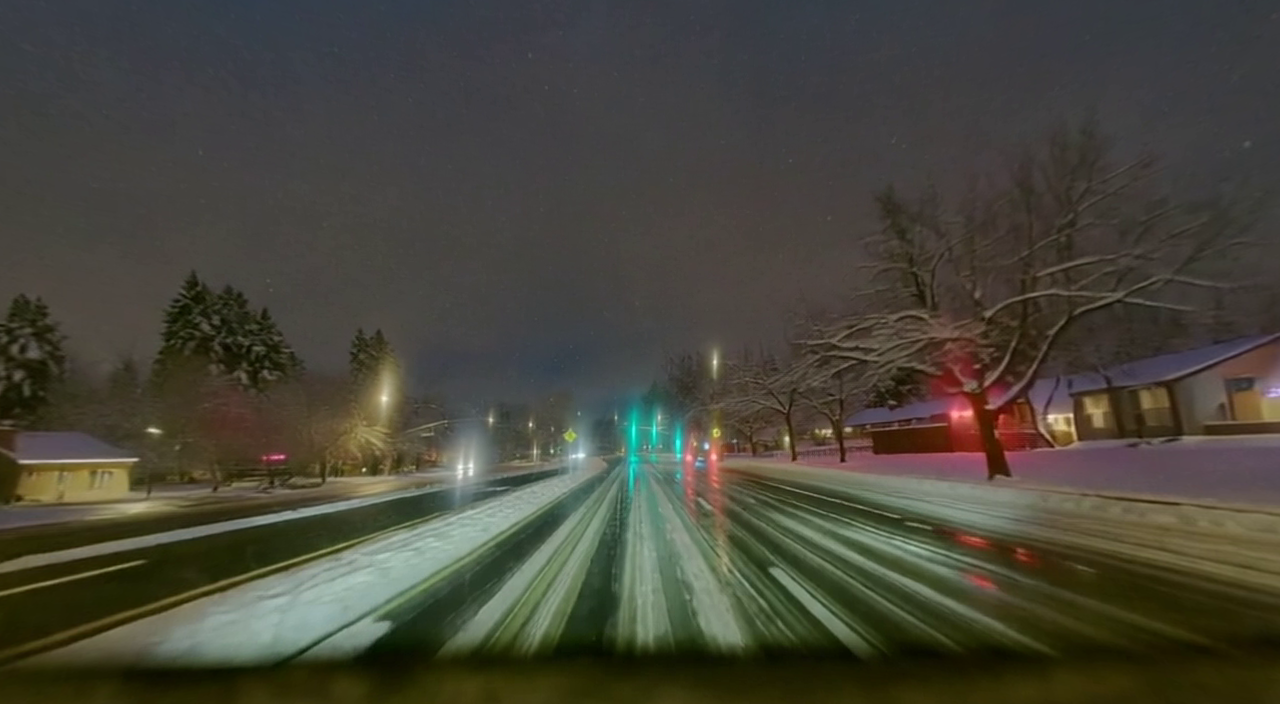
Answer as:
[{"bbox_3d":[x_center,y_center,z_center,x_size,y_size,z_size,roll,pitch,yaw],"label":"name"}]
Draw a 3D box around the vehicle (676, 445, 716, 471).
[{"bbox_3d":[3.247,6.236,37.382,1.929,1.411,4.284,0,-8,-1],"label":"vehicle"}]
